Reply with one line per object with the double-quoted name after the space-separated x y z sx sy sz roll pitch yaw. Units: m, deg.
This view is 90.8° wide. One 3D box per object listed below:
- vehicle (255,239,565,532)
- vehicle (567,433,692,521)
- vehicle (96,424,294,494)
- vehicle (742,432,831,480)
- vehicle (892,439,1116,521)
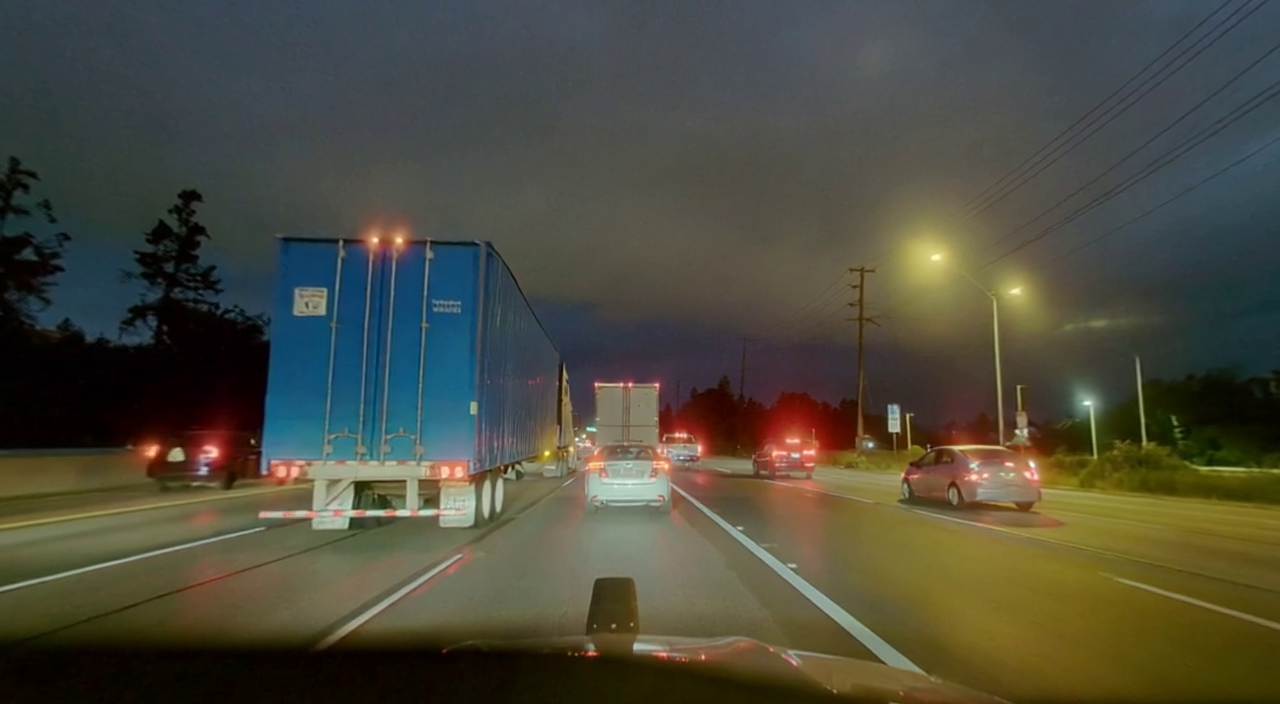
-4.340 1.774 18.153 3.150 4.298 17.928 0 -9 -3 "vehicle"
-0.253 2.430 12.767 2.112 1.463 4.012 0 -9 -2 "vehicle"
-12.129 2.969 17.786 2.148 1.678 4.851 0 -9 -2 "vehicle"
5.522 3.973 24.359 2.023 1.676 4.002 1 -9 -7 "vehicle"
7.182 2.541 13.106 1.878 1.406 4.164 1 -9 -6 "vehicle"
